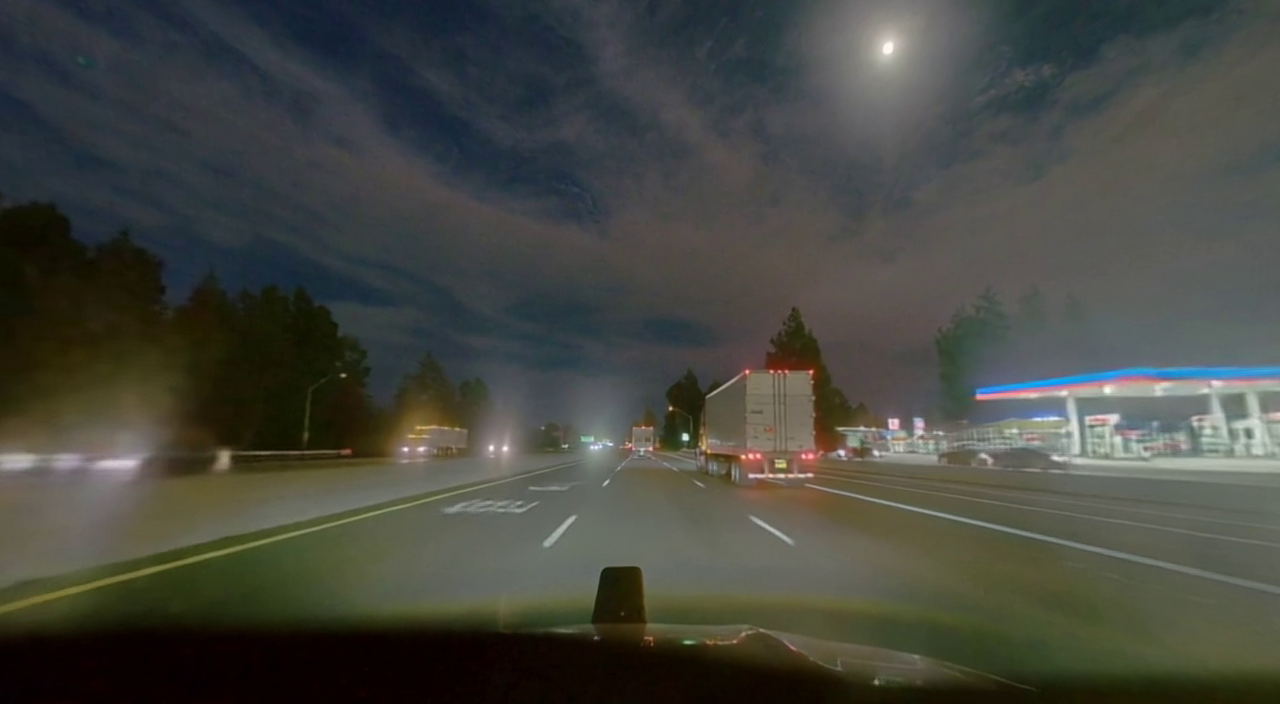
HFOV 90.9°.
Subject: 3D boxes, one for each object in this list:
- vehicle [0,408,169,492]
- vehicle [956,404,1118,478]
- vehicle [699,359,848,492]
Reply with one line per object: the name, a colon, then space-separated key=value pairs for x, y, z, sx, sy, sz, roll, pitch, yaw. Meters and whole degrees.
vehicle: x=-12.156 y=1.981 z=12.813 sx=1.831 sy=1.463 sz=4.205 roll=0 pitch=-9 yaw=1
vehicle: x=21.977 y=5.108 z=35.936 sx=2.784 sy=3.571 sz=9.857 roll=0 pitch=-9 yaw=0
vehicle: x=4.677 y=3.267 z=26.197 sx=2.881 sy=3.995 sz=14.382 roll=0 pitch=-9 yaw=-1
